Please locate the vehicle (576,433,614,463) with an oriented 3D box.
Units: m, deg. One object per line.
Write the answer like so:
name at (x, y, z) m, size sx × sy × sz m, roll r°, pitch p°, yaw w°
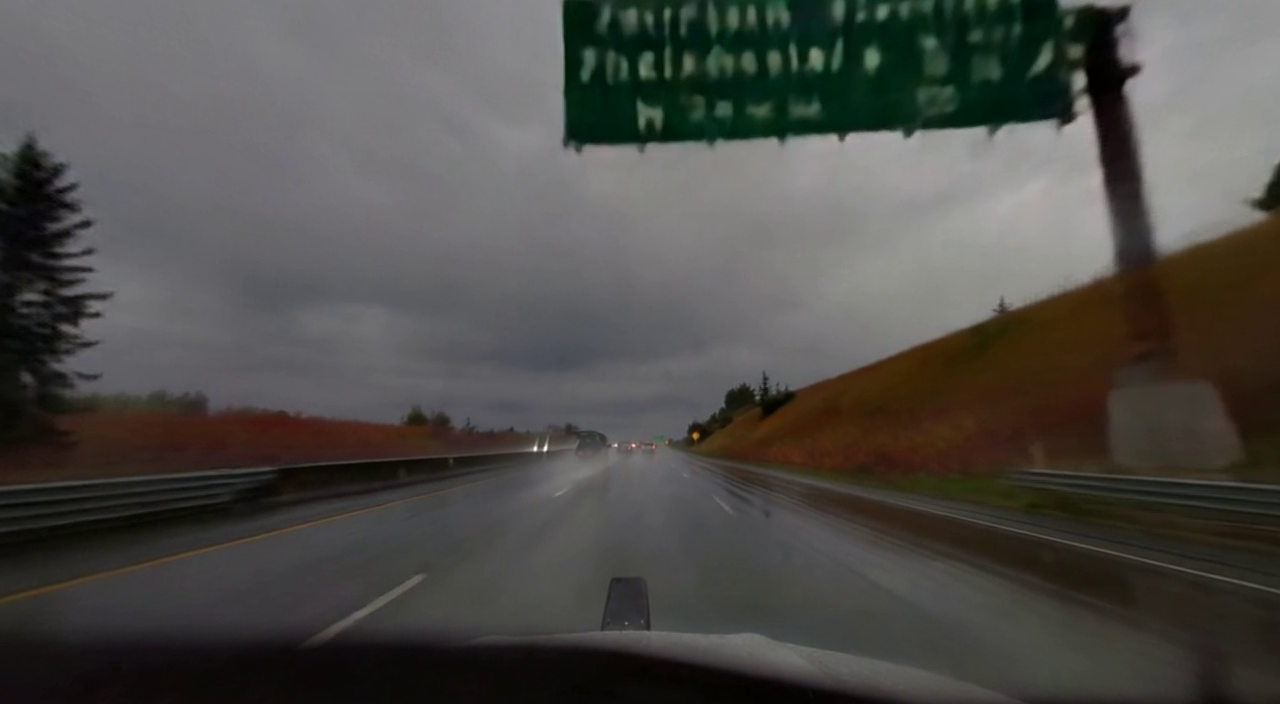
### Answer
vehicle at (-3.152, 6.933, 45.358) m, size 2.286 × 2.011 × 4.452 m, roll 0°, pitch -8°, yaw 2°
